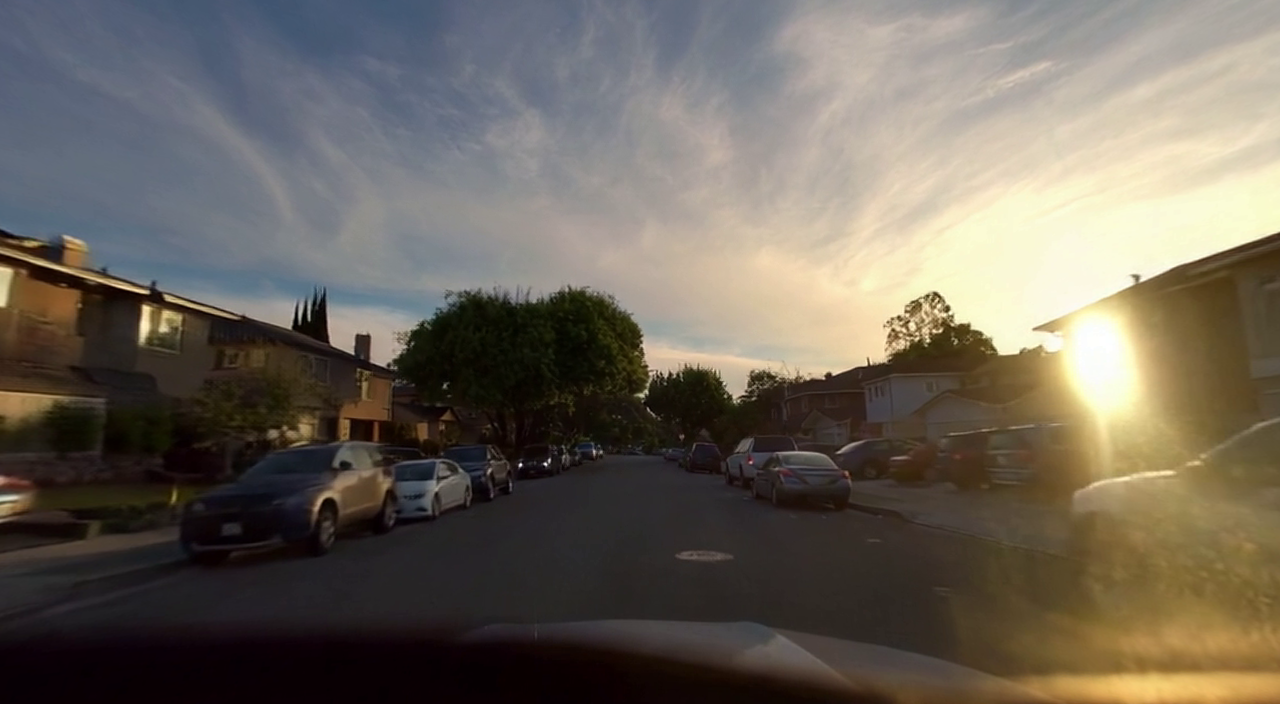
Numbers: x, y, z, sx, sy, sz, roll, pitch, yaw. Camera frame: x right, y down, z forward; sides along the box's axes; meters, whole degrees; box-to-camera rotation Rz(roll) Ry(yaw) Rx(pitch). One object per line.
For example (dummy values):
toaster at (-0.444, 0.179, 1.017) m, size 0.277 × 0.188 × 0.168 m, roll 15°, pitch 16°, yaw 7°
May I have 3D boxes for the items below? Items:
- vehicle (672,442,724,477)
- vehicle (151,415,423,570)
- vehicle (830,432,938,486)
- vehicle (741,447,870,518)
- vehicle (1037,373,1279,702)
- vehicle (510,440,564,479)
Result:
vehicle at (3.453, 6.537, 38.947) m, size 2.415 × 1.963 × 5.688 m, roll 0°, pitch -8°, yaw -2°
vehicle at (-5.037, 2.067, 9.871) m, size 2.007 × 1.861 × 4.101 m, roll 0°, pitch -10°, yaw -3°
vehicle at (9.177, 4.018, 24.294) m, size 2.125 × 1.716 × 4.672 m, roll 0°, pitch -6°, yaw -2°
vehicle at (4.117, 3.300, 16.727) m, size 1.850 × 1.516 × 5.066 m, roll 0°, pitch -8°, yaw -3°
vehicle at (4.830, 0.969, 2.954) m, size 2.201 × 1.896 × 5.632 m, roll 0°, pitch -8°, yaw -1°
vehicle at (-5.116, 5.440, 32.036) m, size 2.035 × 1.822 × 4.348 m, roll 0°, pitch -9°, yaw -1°
